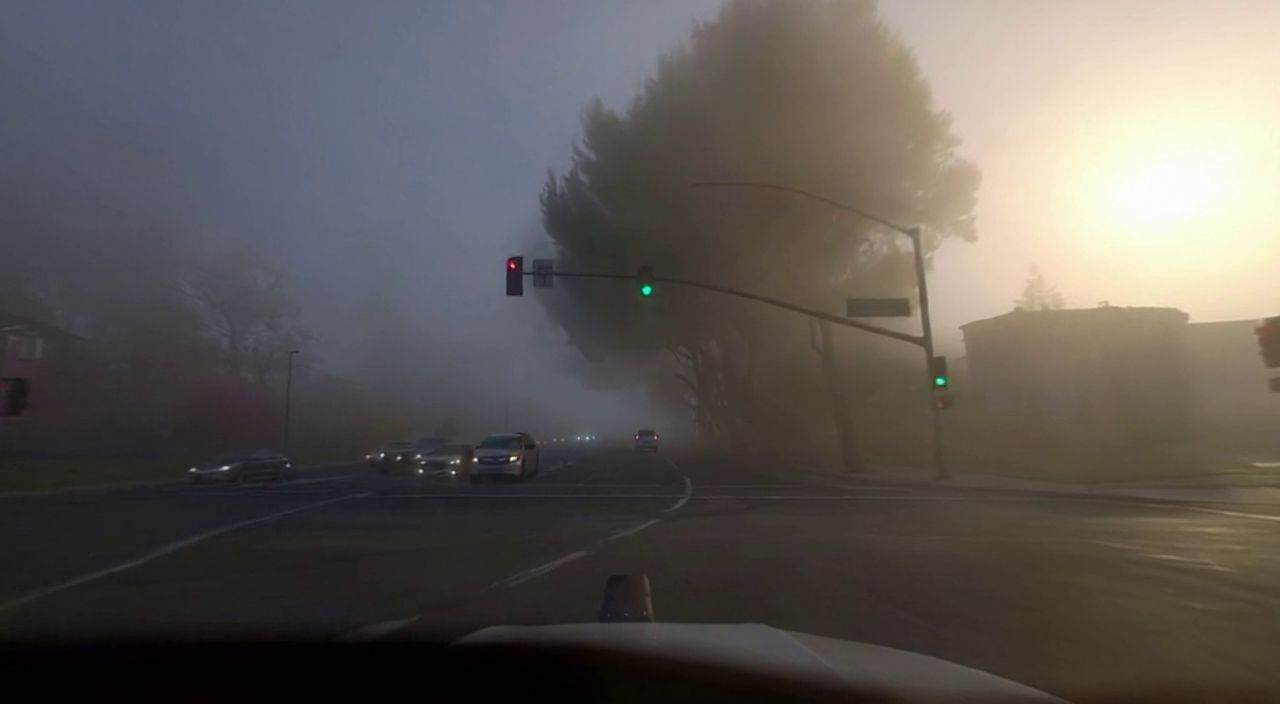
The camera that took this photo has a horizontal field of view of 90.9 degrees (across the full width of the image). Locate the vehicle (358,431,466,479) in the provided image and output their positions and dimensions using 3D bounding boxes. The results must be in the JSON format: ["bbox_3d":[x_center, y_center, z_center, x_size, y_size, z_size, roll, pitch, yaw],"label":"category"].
[{"bbox_3d":[-7.848,3.588,22.264,2.154,1.499,4.461,0,-8,0],"label":"vehicle"}]

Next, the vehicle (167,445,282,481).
[{"bbox_3d":[-18.480,4.922,28.348,1.915,1.477,4.411,-1,-8,5],"label":"vehicle"}]

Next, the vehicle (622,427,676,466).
[{"bbox_3d":[0.381,4.564,30.639,2.437,1.737,4.420,0,-8,0],"label":"vehicle"}]

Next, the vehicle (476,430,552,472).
[{"bbox_3d":[-4.799,3.849,24.691,1.994,1.494,4.599,0,-8,1],"label":"vehicle"}]
